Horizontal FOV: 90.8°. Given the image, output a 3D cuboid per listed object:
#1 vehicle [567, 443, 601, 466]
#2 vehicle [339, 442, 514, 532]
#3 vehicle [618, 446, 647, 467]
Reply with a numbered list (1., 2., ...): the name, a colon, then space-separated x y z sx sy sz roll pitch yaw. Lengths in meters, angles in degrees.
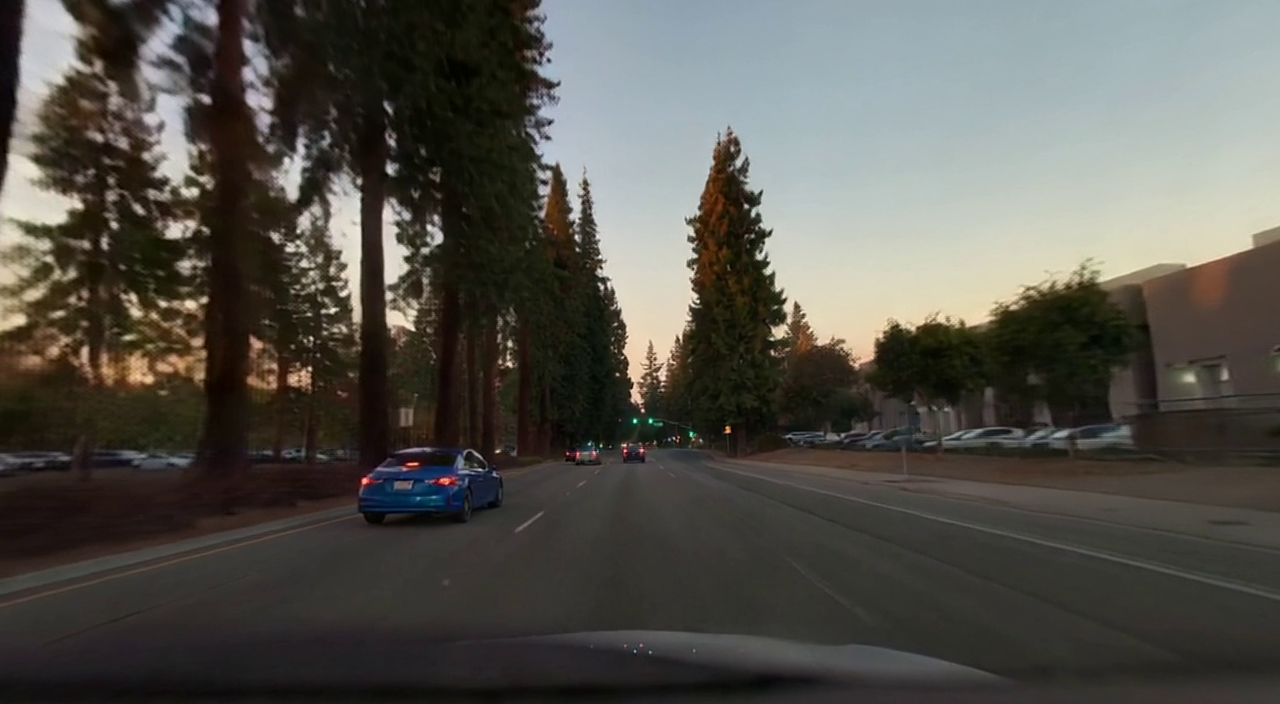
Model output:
1. vehicle: -4.080 7.535 46.444 2.103 1.592 4.160 0 -9 0
2. vehicle: -3.878 2.503 12.397 1.905 1.418 4.396 0 -9 0
3. vehicle: -0.526 7.300 44.329 1.991 1.431 4.199 0 -9 -1
